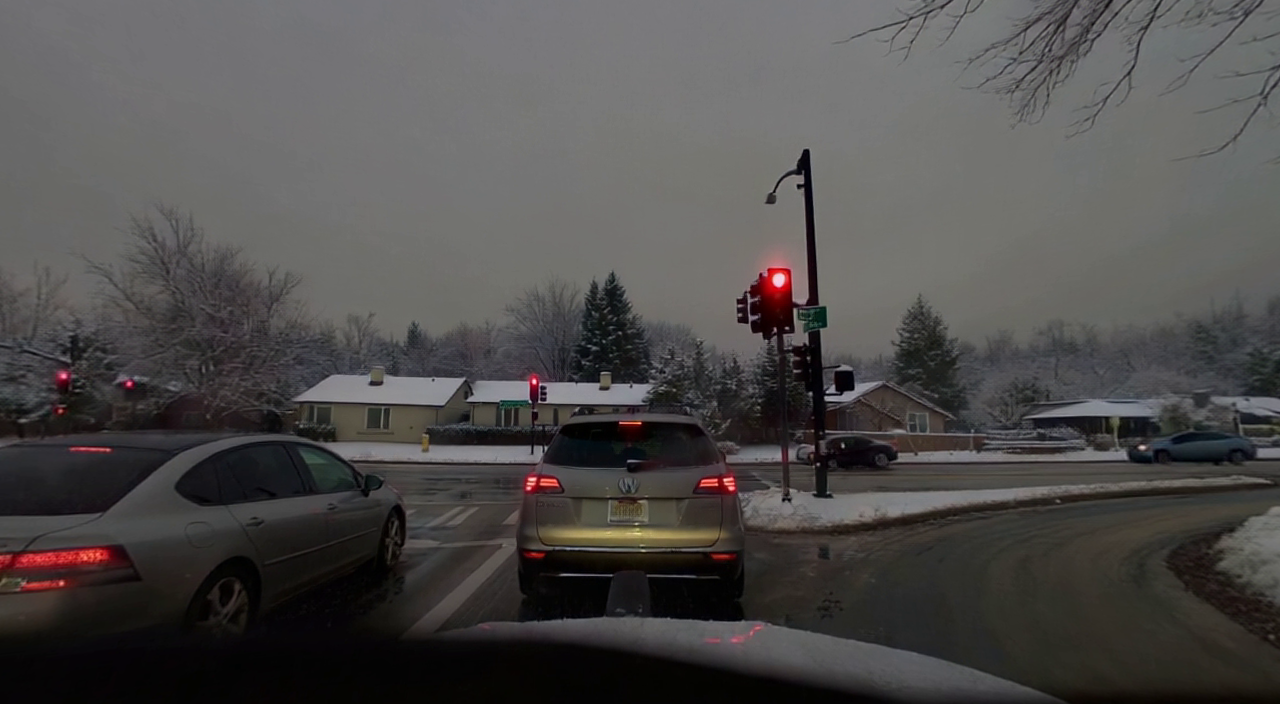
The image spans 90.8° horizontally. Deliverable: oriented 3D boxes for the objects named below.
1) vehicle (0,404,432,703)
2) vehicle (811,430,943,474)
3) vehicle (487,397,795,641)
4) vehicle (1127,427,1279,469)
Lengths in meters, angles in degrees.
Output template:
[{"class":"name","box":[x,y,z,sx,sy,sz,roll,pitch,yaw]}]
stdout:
[{"class":"vehicle","box":[-3.281,1.280,4.729,2.035,1.492,4.415,0,-9,-2]},{"class":"vehicle","box":[10.023,4.276,27.075,4.887,1.769,2.035,-1,-9,6]},{"class":"vehicle","box":[-0.128,1.470,6.565,2.154,1.670,4.140,1,-9,-4]},{"class":"vehicle","box":[23.028,3.897,25.676,4.670,1.616,1.926,-1,-9,6]}]
